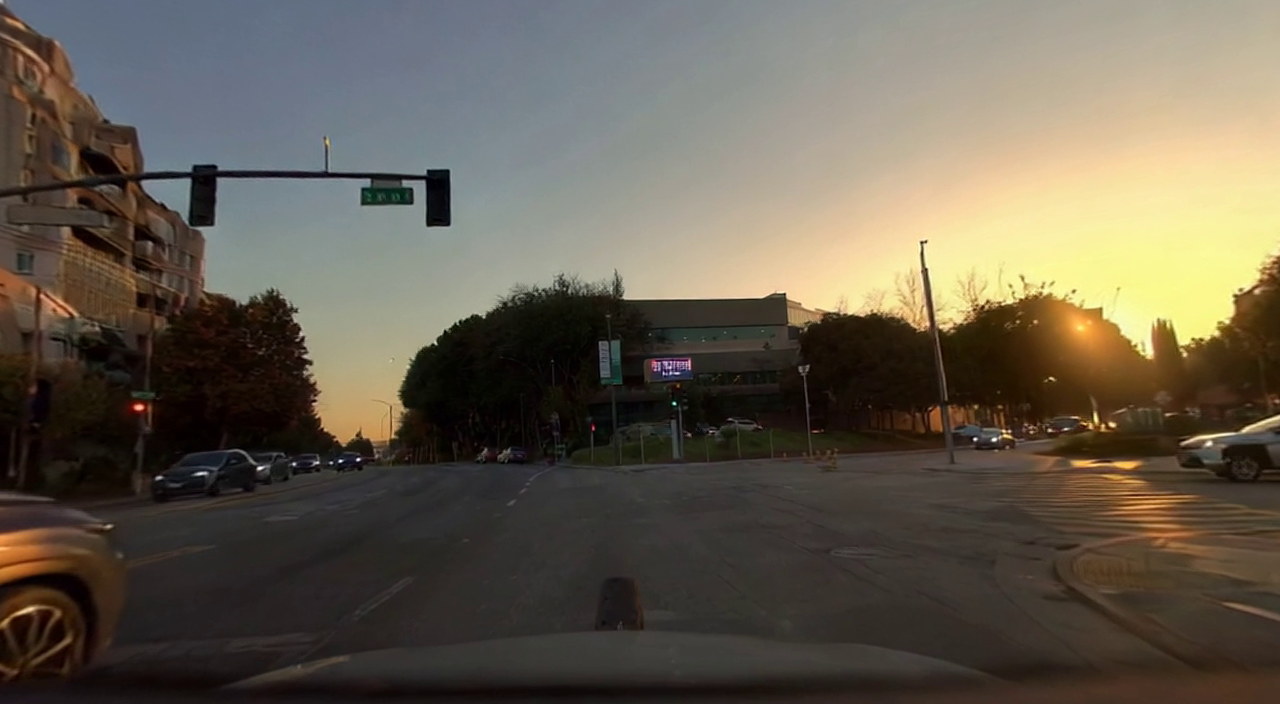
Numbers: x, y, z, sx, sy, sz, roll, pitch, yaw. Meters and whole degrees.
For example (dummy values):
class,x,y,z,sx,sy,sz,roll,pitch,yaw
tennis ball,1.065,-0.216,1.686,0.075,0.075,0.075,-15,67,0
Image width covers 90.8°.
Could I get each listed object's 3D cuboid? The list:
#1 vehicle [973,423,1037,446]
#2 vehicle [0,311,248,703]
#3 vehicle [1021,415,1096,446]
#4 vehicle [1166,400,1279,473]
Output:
class,x,y,z,sx,sy,sz,roll,pitch,yaw
vehicle,26.142,5.918,45.252,3.966,1.585,1.921,4,-10,-26
vehicle,-3.540,0.589,1.320,2.134,1.799,5.082,0,-9,0
vehicle,27.644,5.205,41.732,4.523,1.908,1.930,3,-9,-25
vehicle,17.089,2.177,16.278,4.857,1.803,2.147,-4,-10,24
